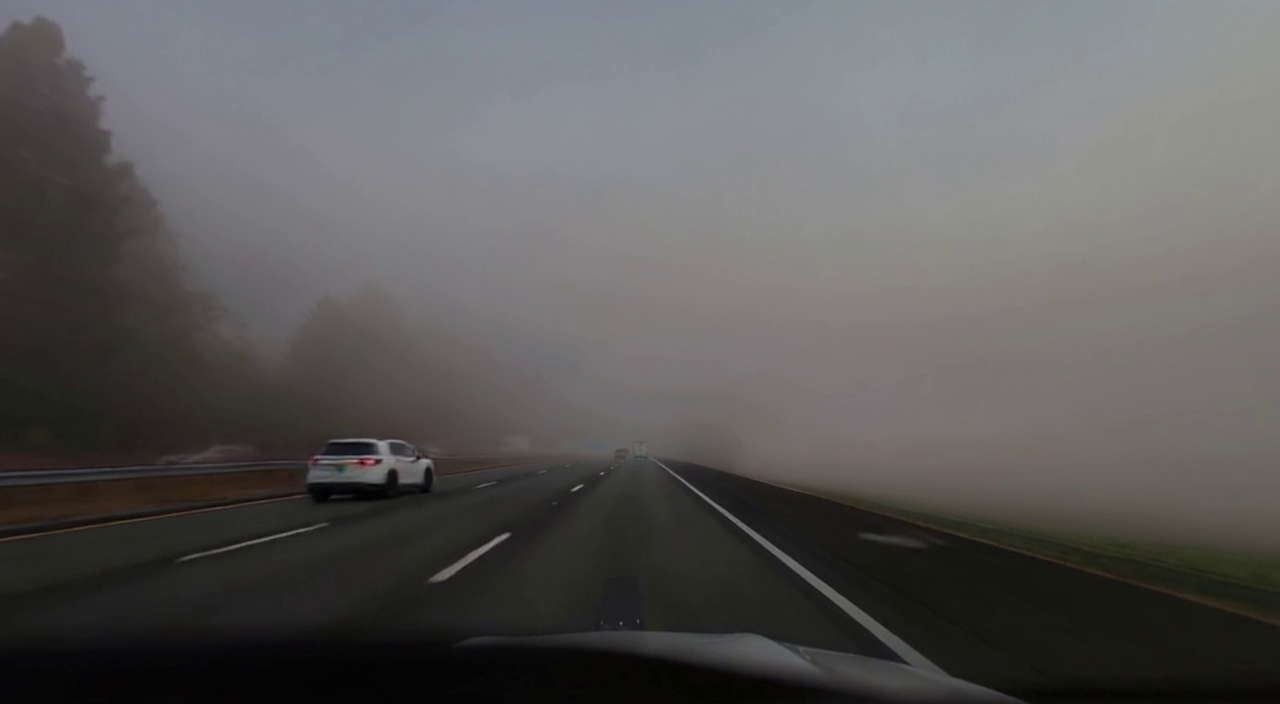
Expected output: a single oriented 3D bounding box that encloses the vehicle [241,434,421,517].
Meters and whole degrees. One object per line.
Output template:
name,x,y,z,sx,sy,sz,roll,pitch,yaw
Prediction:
vehicle,-7.046,2.847,15.028,2.115,1.664,4.259,0,-9,0
